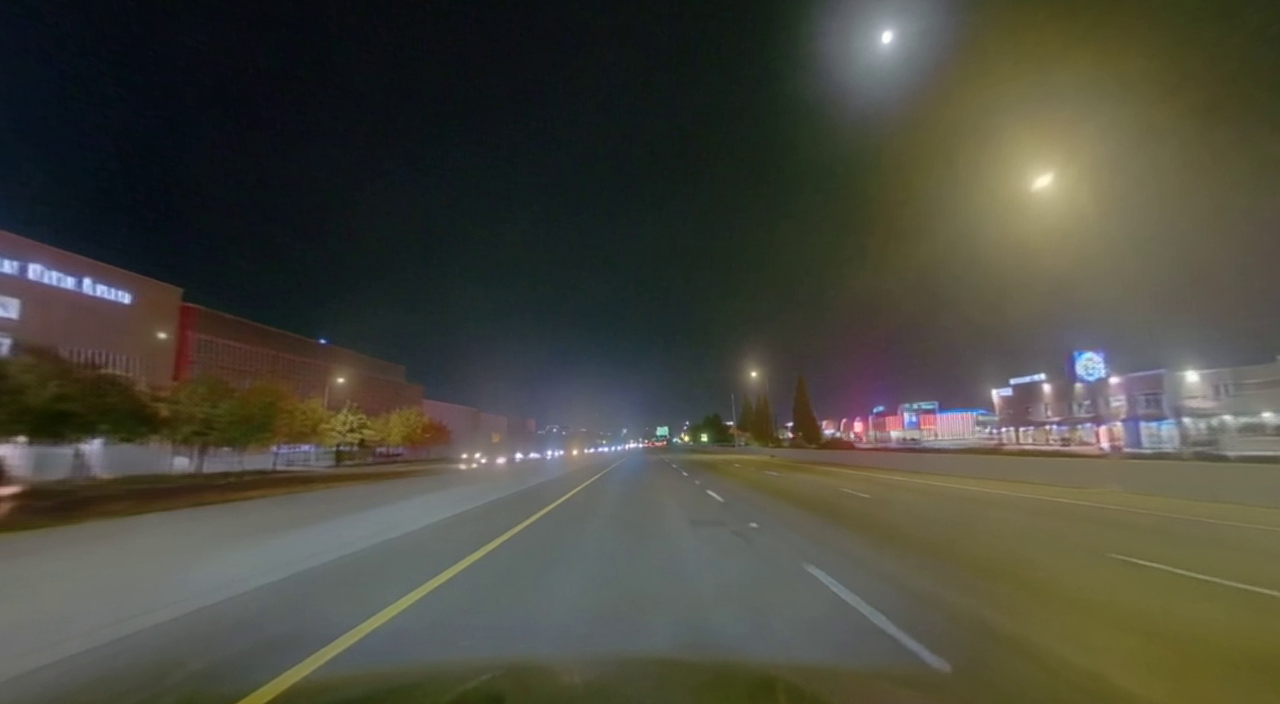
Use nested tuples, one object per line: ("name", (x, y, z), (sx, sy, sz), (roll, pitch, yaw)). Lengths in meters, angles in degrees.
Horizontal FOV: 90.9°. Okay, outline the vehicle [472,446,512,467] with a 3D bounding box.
("vehicle", (-11.338, 7.997, 48.529), (1.910, 1.499, 4.634), (0, -8, 1))
